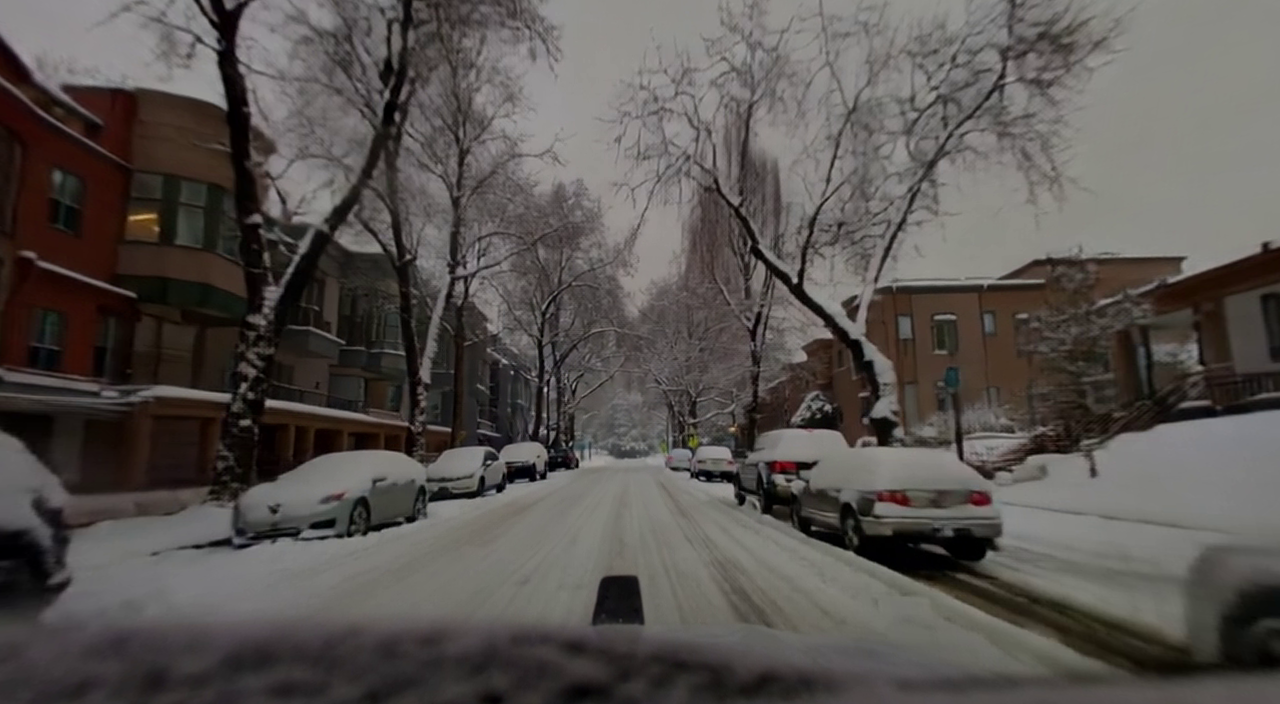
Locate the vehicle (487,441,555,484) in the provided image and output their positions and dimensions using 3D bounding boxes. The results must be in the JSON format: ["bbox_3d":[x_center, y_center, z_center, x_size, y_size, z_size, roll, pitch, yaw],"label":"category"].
[{"bbox_3d":[-5.958,5.585,32.338,2.499,2.008,5.293,0,-8,-1],"label":"vehicle"}]

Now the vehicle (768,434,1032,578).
[{"bbox_3d":[3.549,2.168,9.928,1.988,1.652,5.017,0,-8,0],"label":"vehicle"}]

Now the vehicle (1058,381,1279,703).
[{"bbox_3d":[3.774,0.787,1.353,2.187,1.699,5.038,0,-8,-2],"label":"vehicle"}]

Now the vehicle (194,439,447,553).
[{"bbox_3d":[-5.699,2.596,12.377,2.256,1.590,5.488,-3,-8,-2],"label":"vehicle"}]

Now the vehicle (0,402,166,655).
[{"bbox_3d":[-5.556,1.054,3.191,2.222,1.735,5.215,0,-8,1],"label":"vehicle"}]

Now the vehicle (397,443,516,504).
[{"bbox_3d":[-6.037,4.051,21.695,2.431,1.718,5.431,-2,-8,1],"label":"vehicle"}]

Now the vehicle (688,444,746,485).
[{"bbox_3d":[3.743,5.557,31.598,2.137,1.848,4.953,0,-8,-2],"label":"vehicle"}]
